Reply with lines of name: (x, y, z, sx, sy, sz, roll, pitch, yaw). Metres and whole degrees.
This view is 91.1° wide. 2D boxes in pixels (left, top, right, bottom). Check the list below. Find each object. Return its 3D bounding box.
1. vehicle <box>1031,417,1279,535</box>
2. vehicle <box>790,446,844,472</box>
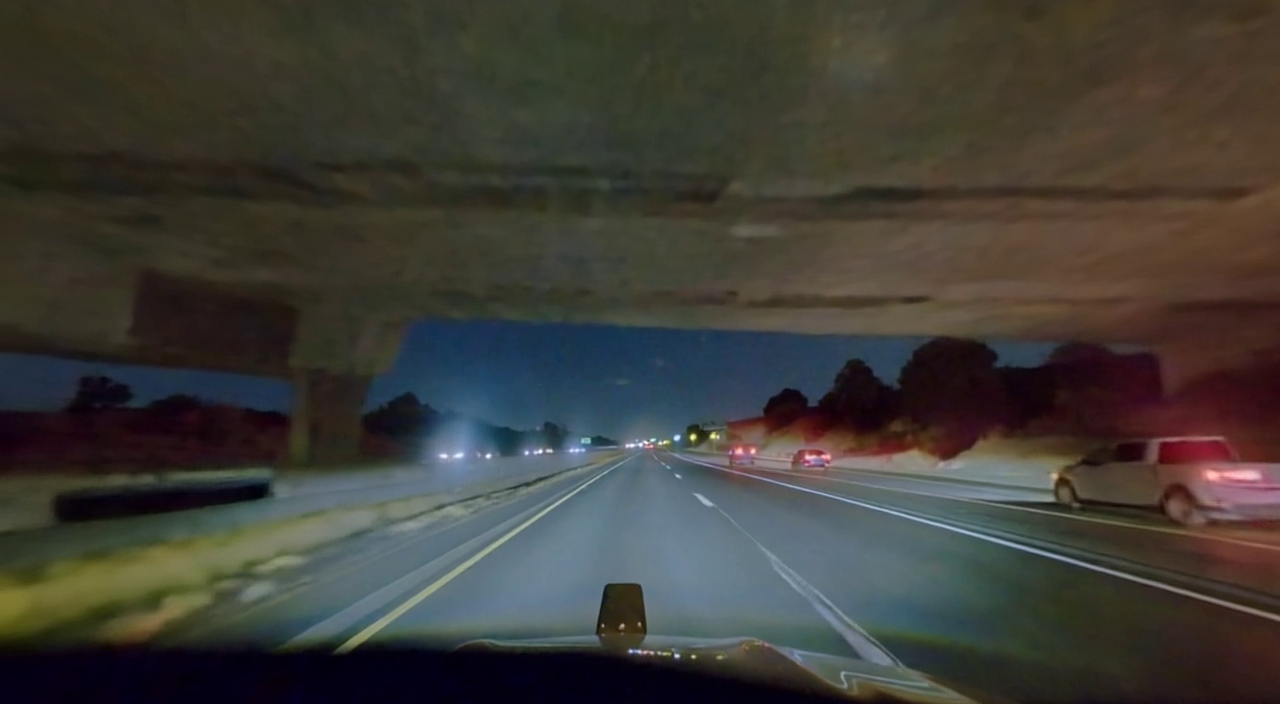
vehicle: (12.244, 2.685, 14.350, 2.533, 2.111, 5.525, 1, -9, -8)
vehicle: (10.748, 6.491, 38.418, 1.927, 1.472, 4.076, 0, -8, -3)
